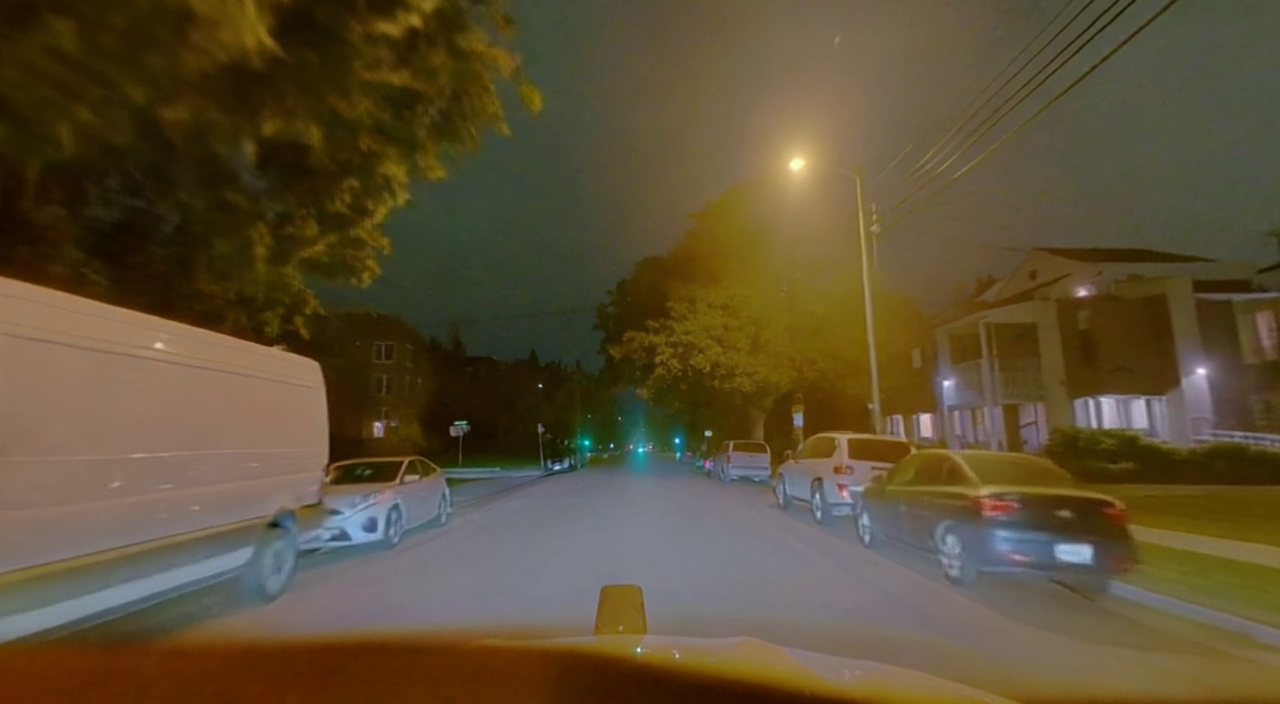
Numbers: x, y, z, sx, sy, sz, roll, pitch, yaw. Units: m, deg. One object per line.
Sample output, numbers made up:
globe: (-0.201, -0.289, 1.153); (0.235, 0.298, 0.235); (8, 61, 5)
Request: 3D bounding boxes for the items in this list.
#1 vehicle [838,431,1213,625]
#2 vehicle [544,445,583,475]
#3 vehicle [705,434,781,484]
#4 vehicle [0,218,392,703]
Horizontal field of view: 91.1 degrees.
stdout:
vehicle: (4.030, 1.847, 7.692); (1.839, 1.520, 4.498); (3, -8, 1)
vehicle: (-4.432, 6.296, 36.932); (1.870, 1.562, 4.212); (-3, -8, -2)
vehicle: (4.162, 4.454, 26.417); (2.215, 1.897, 5.131); (0, -9, -1)
vehicle: (-4.399, 0.893, 4.596); (2.470, 2.613, 5.989); (-4, -9, 4)
